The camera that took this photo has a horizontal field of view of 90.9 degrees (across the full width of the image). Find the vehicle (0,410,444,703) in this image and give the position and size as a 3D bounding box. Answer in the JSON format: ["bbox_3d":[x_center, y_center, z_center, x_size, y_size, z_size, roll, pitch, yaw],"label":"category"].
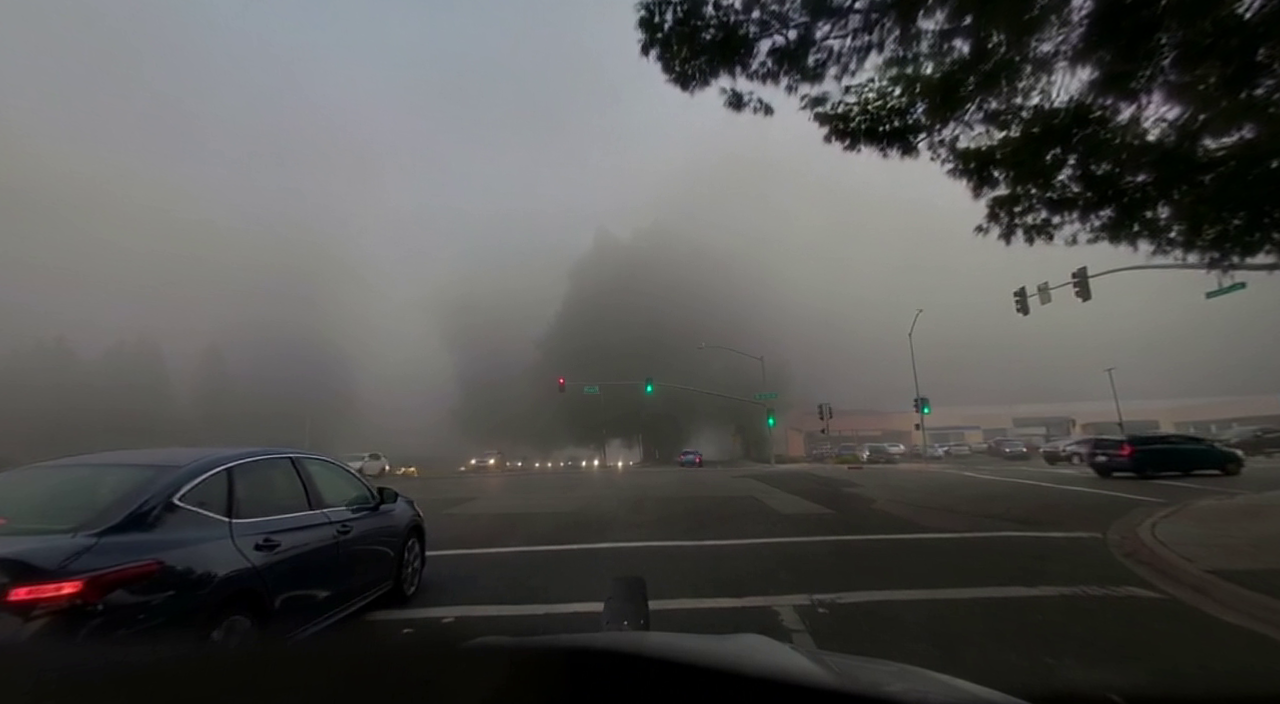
[{"bbox_3d":[-2.893,1.177,3.592,1.924,1.482,4.734,0,-9,1],"label":"vehicle"}]

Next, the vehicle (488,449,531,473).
[{"bbox_3d":[-9.758,8.171,47.432,1.905,1.724,4.449,-1,-9,5],"label":"vehicle"}]

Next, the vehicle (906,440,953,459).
[{"bbox_3d":[22.393,7.509,48.611,1.930,1.410,4.313,-8,-12,43],"label":"vehicle"}]

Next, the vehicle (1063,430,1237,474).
[{"bbox_3d":[17.590,3.481,21.914,4.364,1.450,1.841,0,-9,2],"label":"vehicle"}]

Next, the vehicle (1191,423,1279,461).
[{"bbox_3d":[26.809,3.889,27.228,4.240,1.540,1.944,1,-9,-5],"label":"vehicle"}]
